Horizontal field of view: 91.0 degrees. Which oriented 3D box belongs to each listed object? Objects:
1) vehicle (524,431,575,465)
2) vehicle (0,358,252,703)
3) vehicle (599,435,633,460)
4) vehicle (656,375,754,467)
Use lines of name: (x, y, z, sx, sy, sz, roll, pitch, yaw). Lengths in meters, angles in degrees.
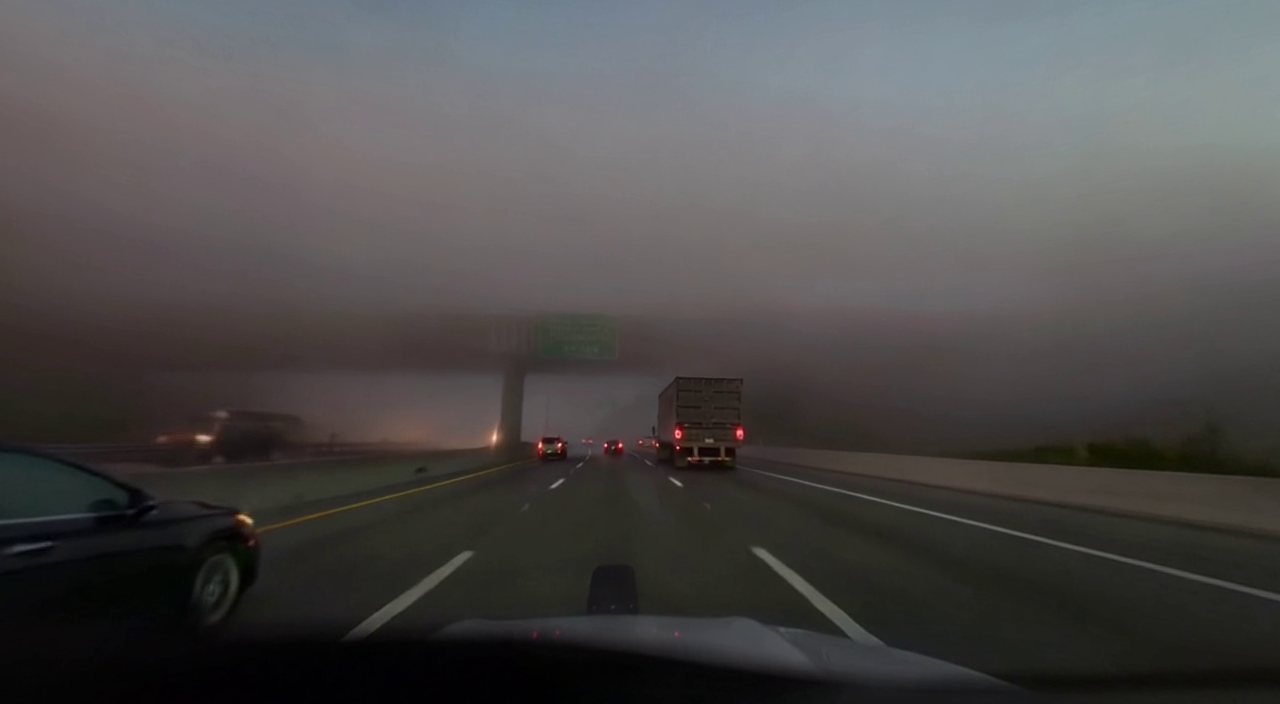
vehicle: (-5.031, 5.424, 35.742, 2.377, 1.747, 4.703, 0, -8, -3)
vehicle: (-3.997, 0.810, 2.443, 2.213, 1.650, 4.403, 0, -8, -1)
vehicle: (-1.690, 6.460, 42.706, 2.125, 1.542, 3.816, 0, -8, -4)
vehicle: (3.068, 4.036, 34.845, 3.301, 4.034, 13.722, 0, -8, -3)
